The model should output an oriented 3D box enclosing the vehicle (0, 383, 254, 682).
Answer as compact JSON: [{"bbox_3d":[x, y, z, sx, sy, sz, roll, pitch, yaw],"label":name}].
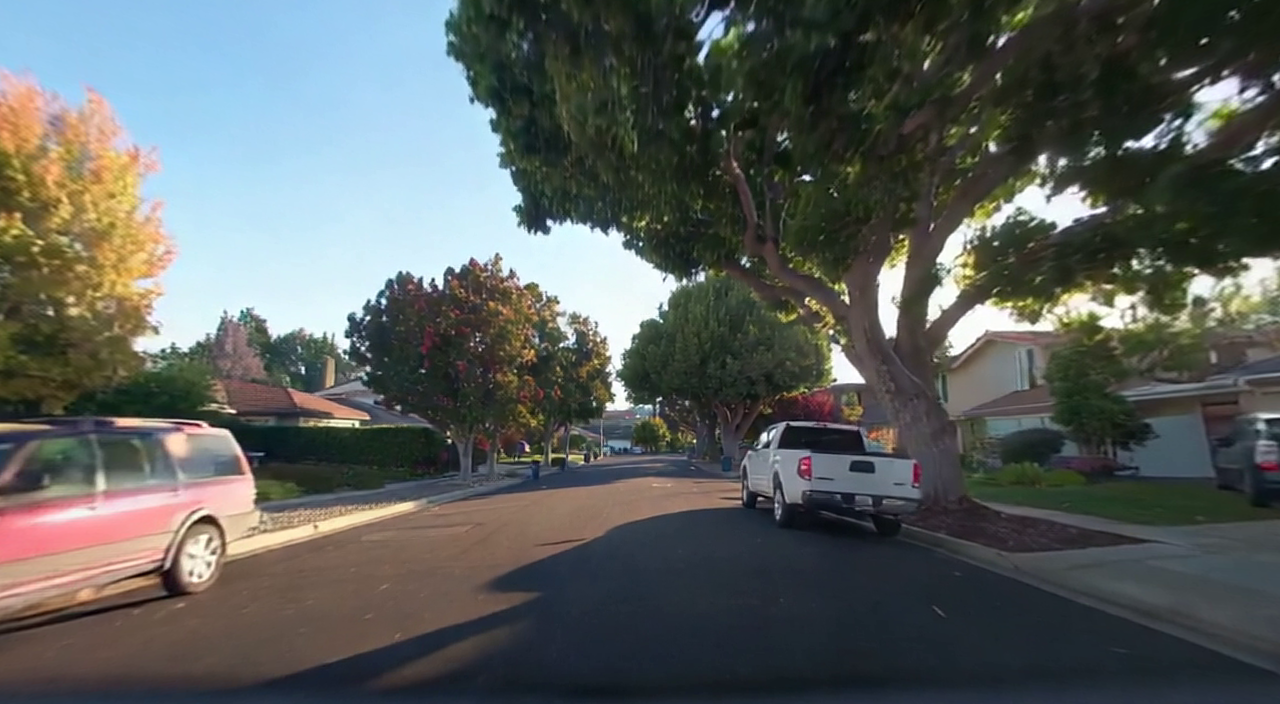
[{"bbox_3d":[-5.039,1.182,4.300,2.075,1.837,4.945,0,-7,-6],"label":"vehicle"}]

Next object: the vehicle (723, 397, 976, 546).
[{"bbox_3d":[3.622,2.350,13.221,2.789,2.206,7.420,0,-9,0],"label":"vehicle"}]
